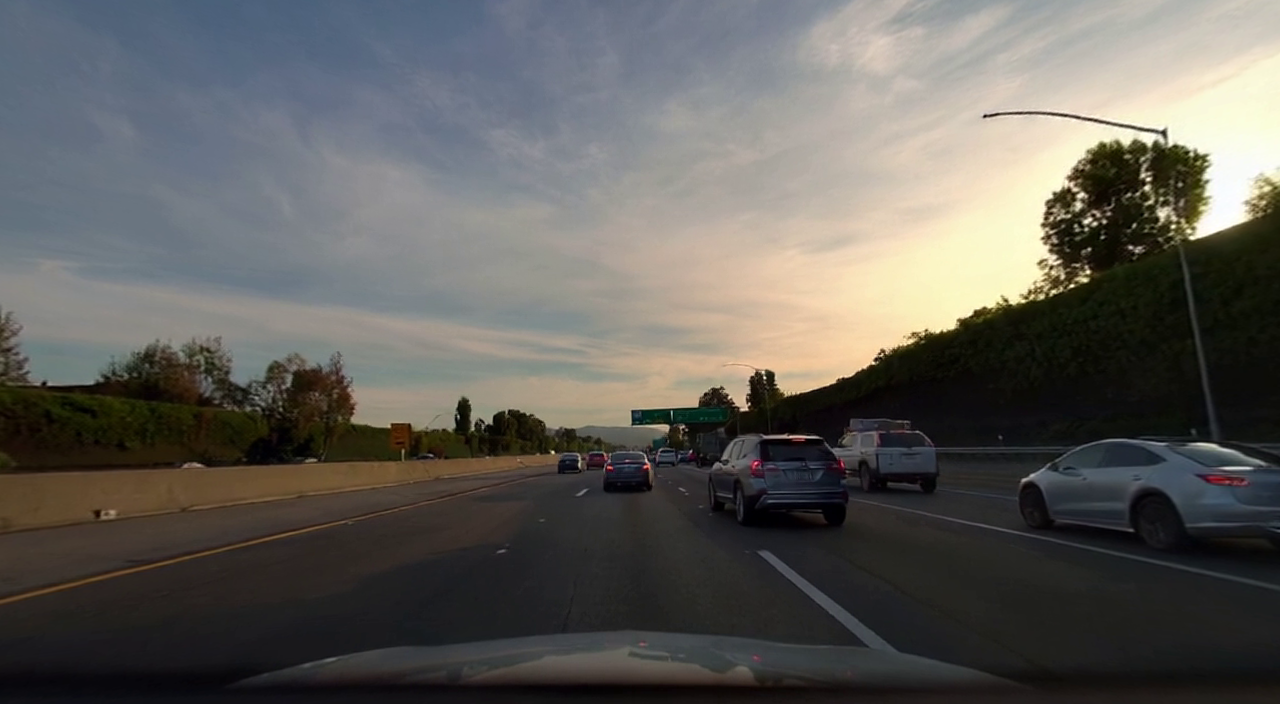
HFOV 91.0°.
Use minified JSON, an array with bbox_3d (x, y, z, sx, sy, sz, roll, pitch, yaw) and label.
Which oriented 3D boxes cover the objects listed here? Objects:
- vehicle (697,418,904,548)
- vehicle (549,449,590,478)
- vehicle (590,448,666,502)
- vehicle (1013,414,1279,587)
[{"bbox_3d":[2.368,2.092,10.594,2.230,1.740,3.976,1,-9,-3],"label":"vehicle"},{"bbox_3d":[-4.177,6.633,37.697,1.889,1.600,4.043,0,-9,1],"label":"vehicle"},{"bbox_3d":[-0.314,3.792,19.866,2.157,1.495,4.038,0,-9,1],"label":"vehicle"},{"bbox_3d":[7.150,1.746,8.059,1.972,1.647,4.429,0,-9,0],"label":"vehicle"}]
